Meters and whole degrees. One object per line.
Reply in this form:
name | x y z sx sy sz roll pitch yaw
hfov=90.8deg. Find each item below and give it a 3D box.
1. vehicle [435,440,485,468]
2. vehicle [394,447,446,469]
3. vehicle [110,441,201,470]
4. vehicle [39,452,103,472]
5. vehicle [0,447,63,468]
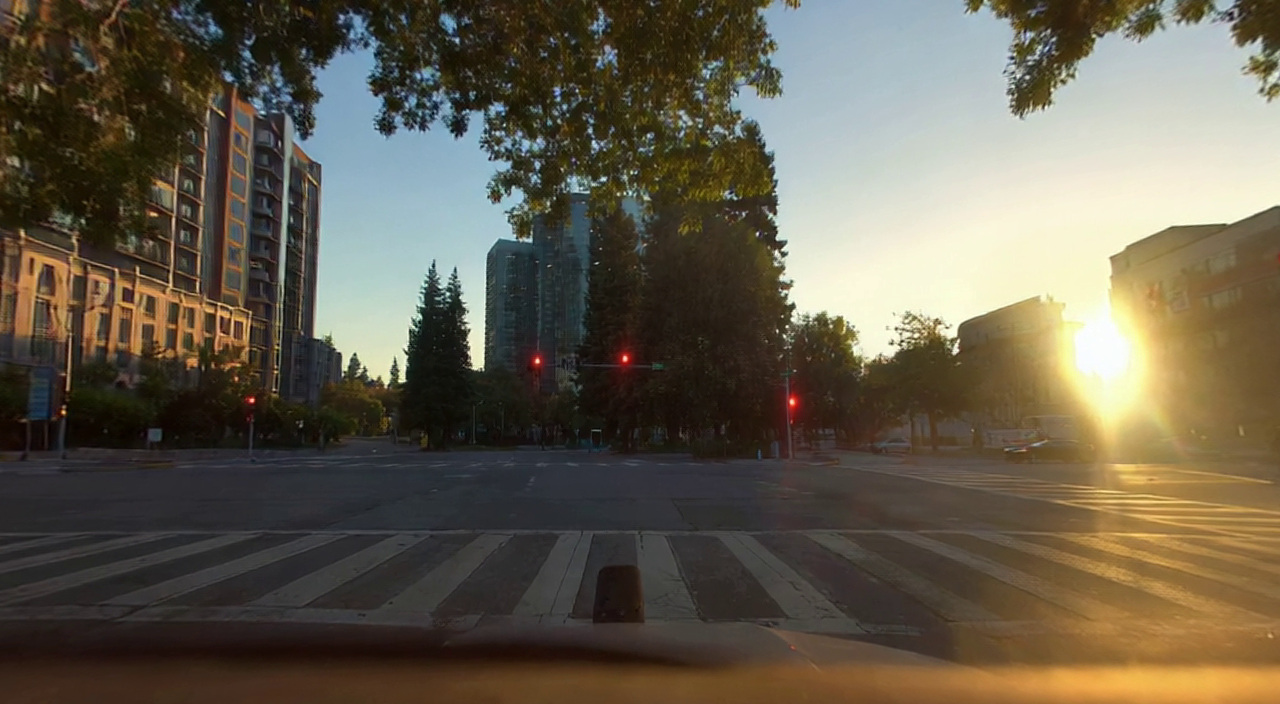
vehicle | -11.959 6.799 42.326 2.080 1.763 4.341 0 -8 0
vehicle | -15.507 7.450 44.808 2.056 1.450 4.343 0 -8 0
vehicle | -34.910 7.418 45.738 2.204 1.955 5.518 0 -8 0
vehicle | -41.594 8.020 46.272 1.552 1.339 3.340 -2 -9 -1
vehicle | -45.264 7.759 46.603 1.858 1.467 3.624 0 -8 0
